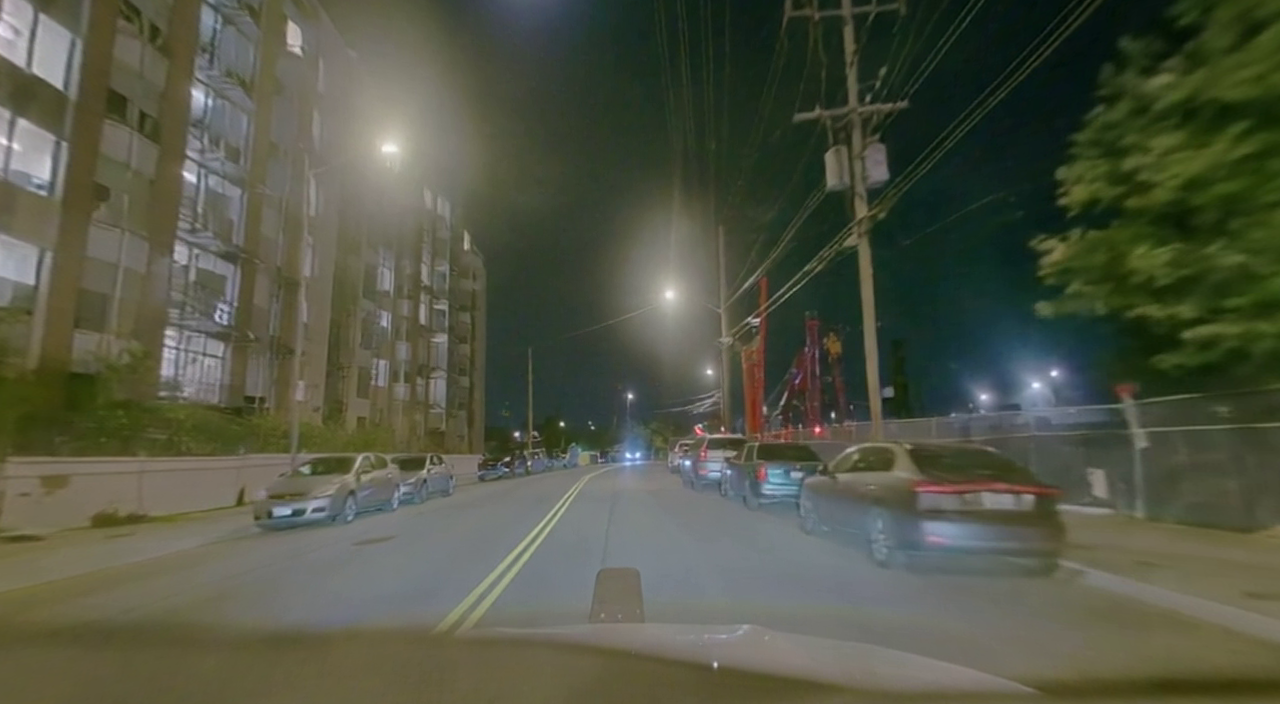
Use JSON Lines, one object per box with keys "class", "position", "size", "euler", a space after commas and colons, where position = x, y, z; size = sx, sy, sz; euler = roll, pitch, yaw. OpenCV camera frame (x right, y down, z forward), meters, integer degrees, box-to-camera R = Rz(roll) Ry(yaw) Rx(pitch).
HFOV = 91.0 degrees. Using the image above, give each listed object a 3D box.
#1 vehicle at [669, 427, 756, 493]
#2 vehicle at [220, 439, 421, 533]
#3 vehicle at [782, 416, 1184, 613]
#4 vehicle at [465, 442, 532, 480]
{"class": "vehicle", "position": [2.228, 3.498, 20.686], "size": [2.000, 1.871, 4.797], "euler": [0, -9, -4]}
{"class": "vehicle", "position": [-6.737, 2.925, 14.050], "size": [1.996, 1.578, 4.806], "euler": [-4, -11, 0]}
{"class": "vehicle", "position": [3.384, 1.702, 7.698], "size": [1.976, 1.588, 4.968], "euler": [0, -9, -2]}
{"class": "vehicle", "position": [-7.591, 5.895, 34.430], "size": [2.194, 1.861, 5.725], "euler": [0, -9, 2]}
